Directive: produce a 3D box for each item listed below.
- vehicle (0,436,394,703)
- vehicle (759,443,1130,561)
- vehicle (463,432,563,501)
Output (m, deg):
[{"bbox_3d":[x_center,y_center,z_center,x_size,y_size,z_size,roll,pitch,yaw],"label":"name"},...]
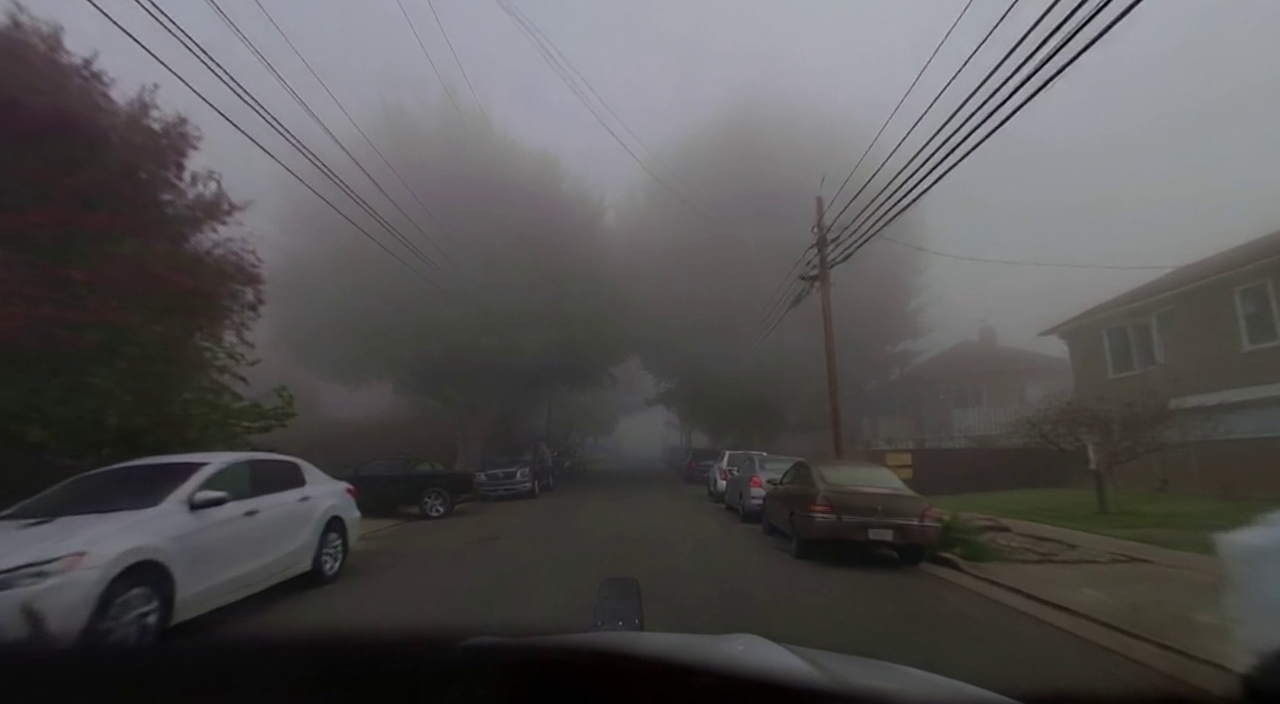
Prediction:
[{"bbox_3d":[-4.163,1.576,5.719,1.988,1.541,4.686,0,-8,0],"label":"vehicle"},{"bbox_3d":[4.212,2.104,9.301,4.471,1.493,1.886,0,-8,-2],"label":"vehicle"},{"bbox_3d":[-4.031,3.720,21.063,2.280,1.953,5.092,0,-8,0],"label":"vehicle"}]
